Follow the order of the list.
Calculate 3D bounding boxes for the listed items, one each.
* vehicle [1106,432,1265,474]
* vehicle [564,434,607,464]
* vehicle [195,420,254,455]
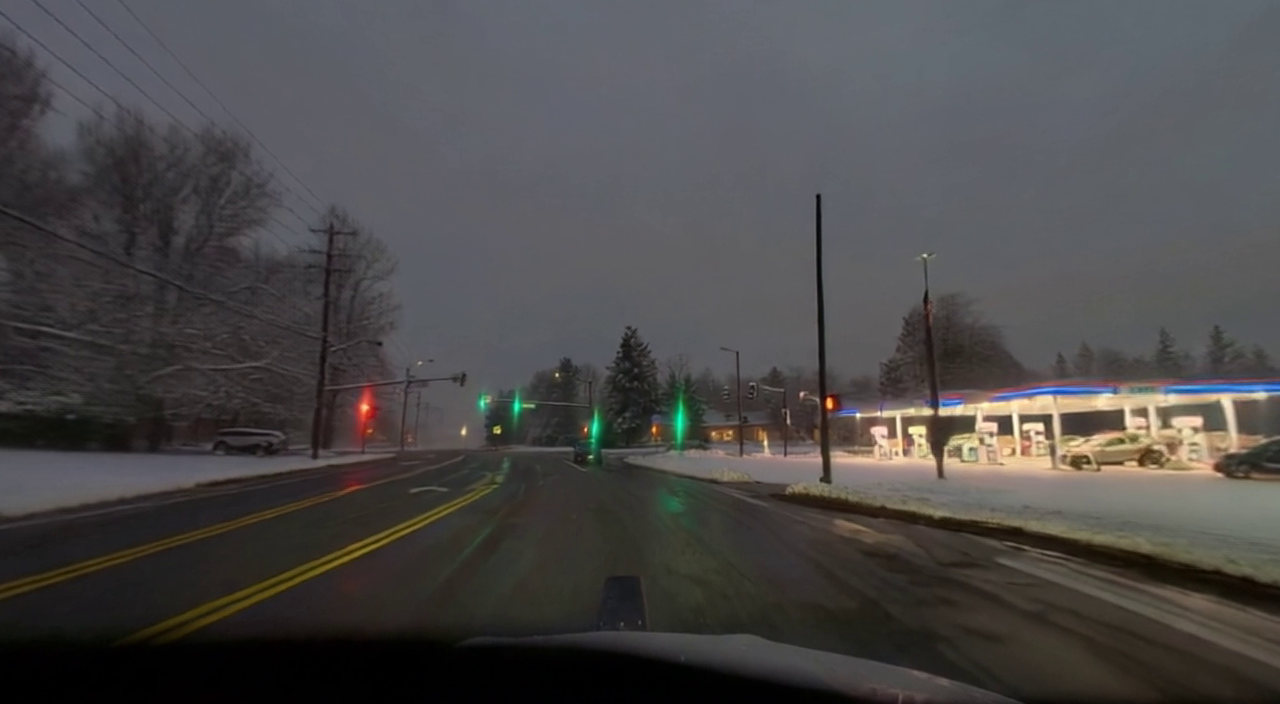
[{"bbox_3d":[20.393,3.782,23.534,4.661,1.476,1.943,2,-9,-12],"label":"vehicle"},{"bbox_3d":[-3.638,6.401,41.436,2.300,1.868,4.690,2,-9,-11],"label":"vehicle"},{"bbox_3d":[-31.043,6.435,46.903,2.427,2.514,2.560,-4,-10,23],"label":"vehicle"}]
